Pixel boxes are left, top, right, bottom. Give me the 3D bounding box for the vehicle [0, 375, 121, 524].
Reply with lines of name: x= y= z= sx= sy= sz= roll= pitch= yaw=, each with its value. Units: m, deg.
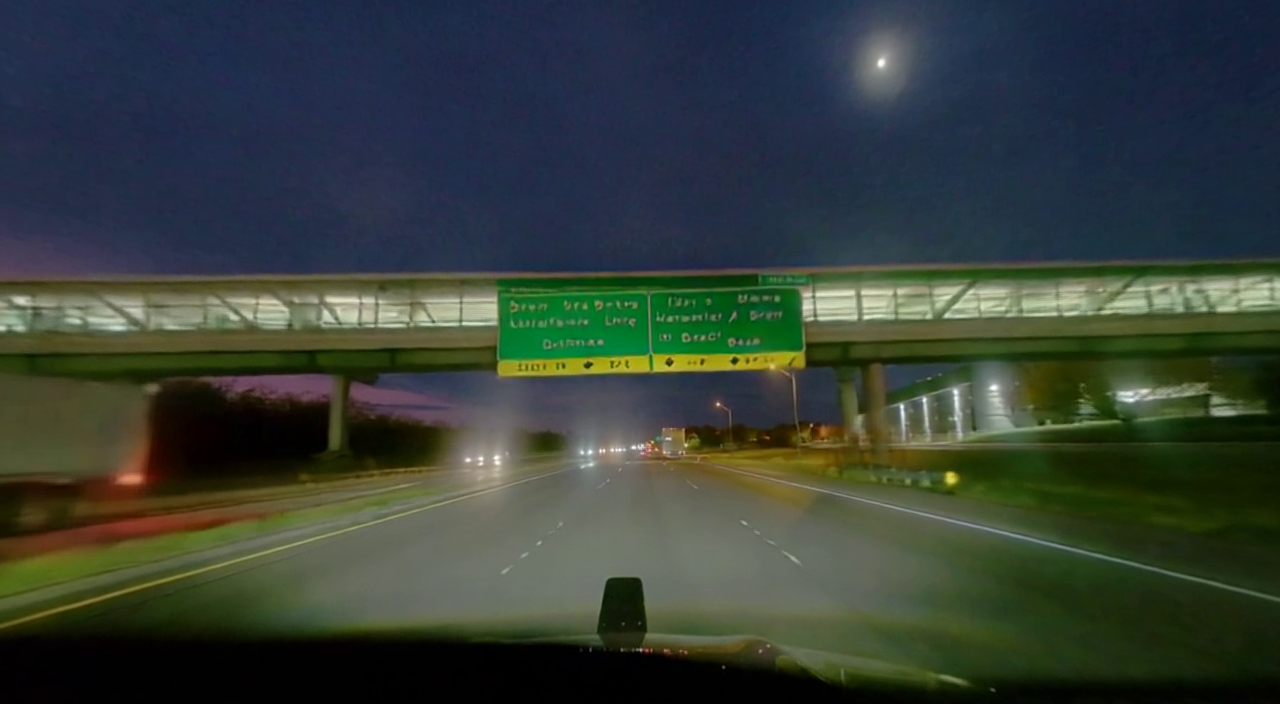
vehicle: x=-15.363 y=2.022 z=12.987 sx=2.668 sy=3.229 sz=7.672 roll=0 pitch=-9 yaw=0
